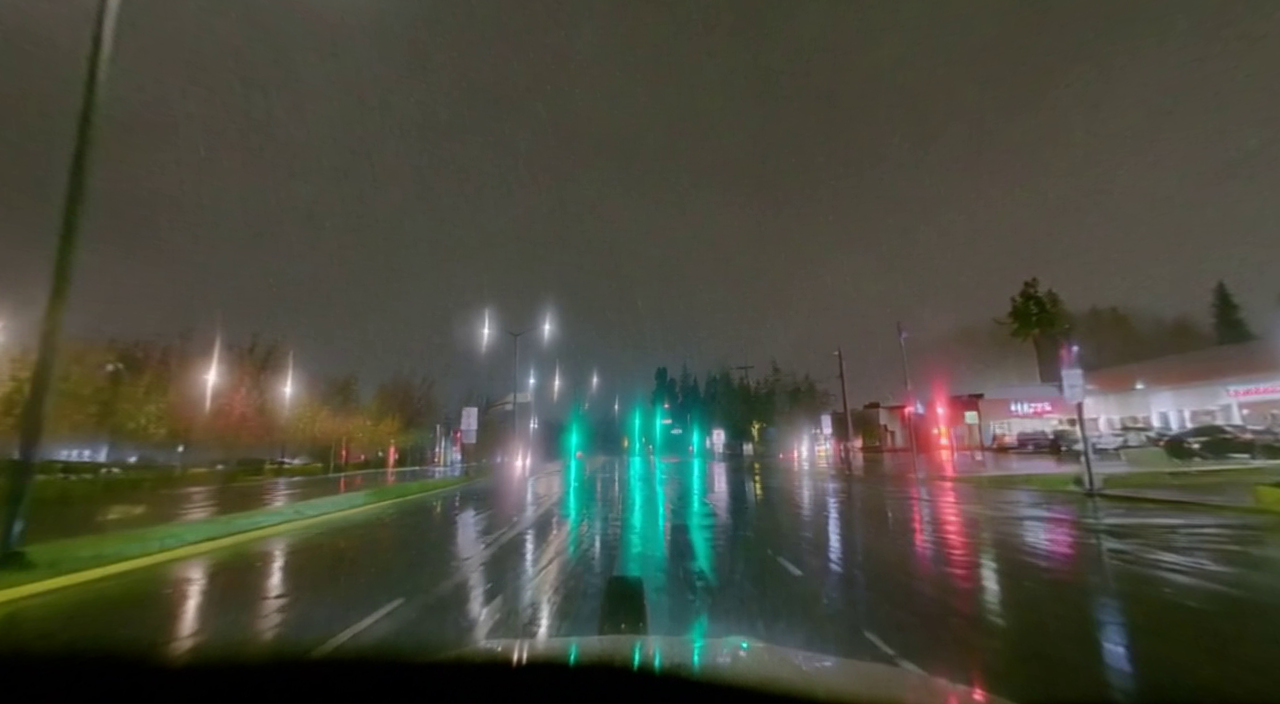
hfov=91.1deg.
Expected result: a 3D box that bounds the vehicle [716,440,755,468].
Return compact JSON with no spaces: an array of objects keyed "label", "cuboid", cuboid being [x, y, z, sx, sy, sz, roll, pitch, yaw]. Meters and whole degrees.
[{"label":"vehicle","cuboid":[6.811,7.311,45.136,2.017,1.839,4.351,0,-9,-1]}]

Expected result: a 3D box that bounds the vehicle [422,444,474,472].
[{"label":"vehicle","cuboid":[-13.383,7.401,44.096,2.398,1.807,4.507,0,-9,-3]}]

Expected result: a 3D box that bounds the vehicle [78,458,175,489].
[{"label":"vehicle","cuboid":[-31.144,7.362,38.240,4.351,1.547,1.998,3,-11,-34]}]

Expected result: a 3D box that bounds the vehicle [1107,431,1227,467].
[{"label":"vehicle","cuboid":[25.717,4.777,30.893,1.908,1.617,4.452,0,-9,-2]}]

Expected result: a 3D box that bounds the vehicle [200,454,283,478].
[{"label":"vehicle","cuboid":[-29.500,8.405,46.690,5.026,1.615,1.939,5,-10,-30]}]

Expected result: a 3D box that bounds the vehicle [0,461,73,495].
[{"label":"vehicle","cuboid":[-31.290,6.281,31.198,4.360,1.536,1.990,7,-11,-39]}]

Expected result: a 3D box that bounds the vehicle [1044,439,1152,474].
[{"label":"vehicle","cuboid":[22.846,5.180,31.566,2.025,1.586,4.486,-1,-8,0]}]

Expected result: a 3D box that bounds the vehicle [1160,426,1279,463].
[{"label":"vehicle","cuboid":[28.296,4.494,30.478,1.898,1.609,4.864,0,-9,0]}]

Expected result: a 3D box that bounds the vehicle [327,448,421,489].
[{"label":"vehicle","cuboid":[-12.267,5.367,29.421,2.082,1.712,5.122,0,-9,1]}]
